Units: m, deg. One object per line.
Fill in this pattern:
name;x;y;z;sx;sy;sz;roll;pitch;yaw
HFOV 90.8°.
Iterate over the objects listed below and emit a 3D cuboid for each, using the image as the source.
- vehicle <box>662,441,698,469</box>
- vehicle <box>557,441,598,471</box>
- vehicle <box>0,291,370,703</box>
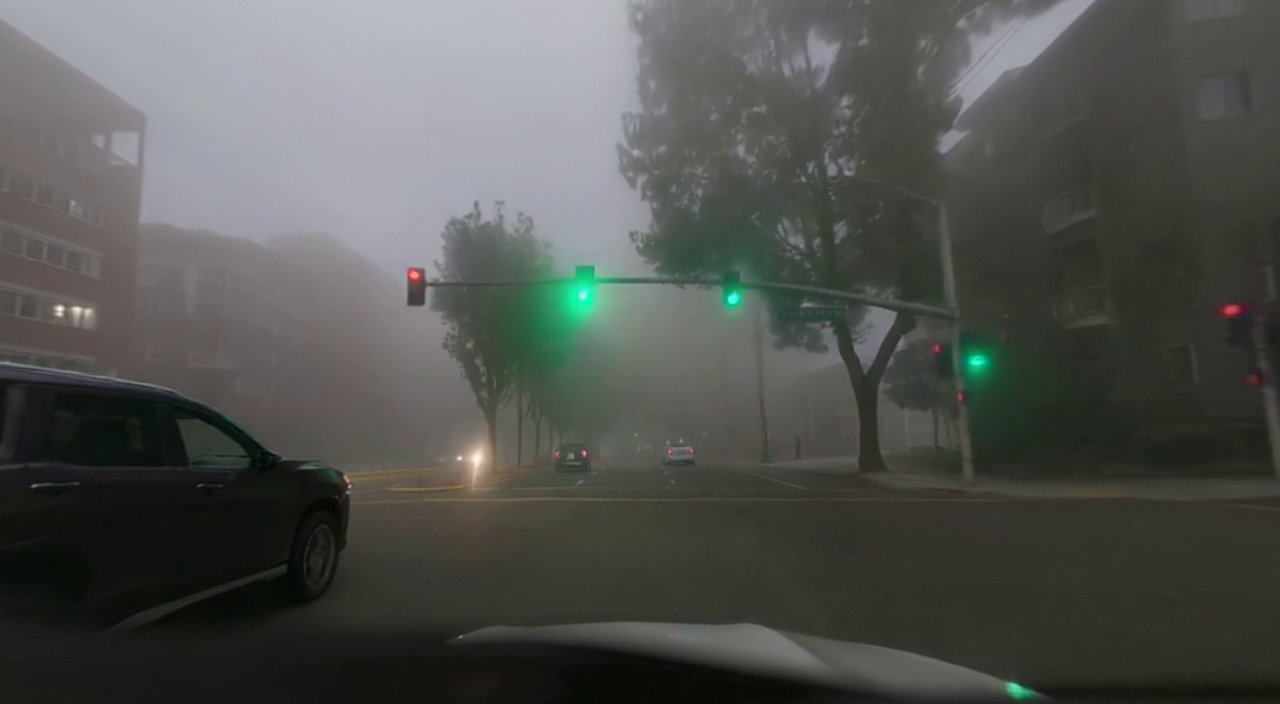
vehicle;2.572;6.766;41.768;2.018;1.719;4.369;0;-9;-1
vehicle;-3.782;6.398;39.006;2.083;1.685;4.069;0;-9;1
vehicle;-3.778;0.878;3.492;2.225;1.984;5.168;0;-9;1
